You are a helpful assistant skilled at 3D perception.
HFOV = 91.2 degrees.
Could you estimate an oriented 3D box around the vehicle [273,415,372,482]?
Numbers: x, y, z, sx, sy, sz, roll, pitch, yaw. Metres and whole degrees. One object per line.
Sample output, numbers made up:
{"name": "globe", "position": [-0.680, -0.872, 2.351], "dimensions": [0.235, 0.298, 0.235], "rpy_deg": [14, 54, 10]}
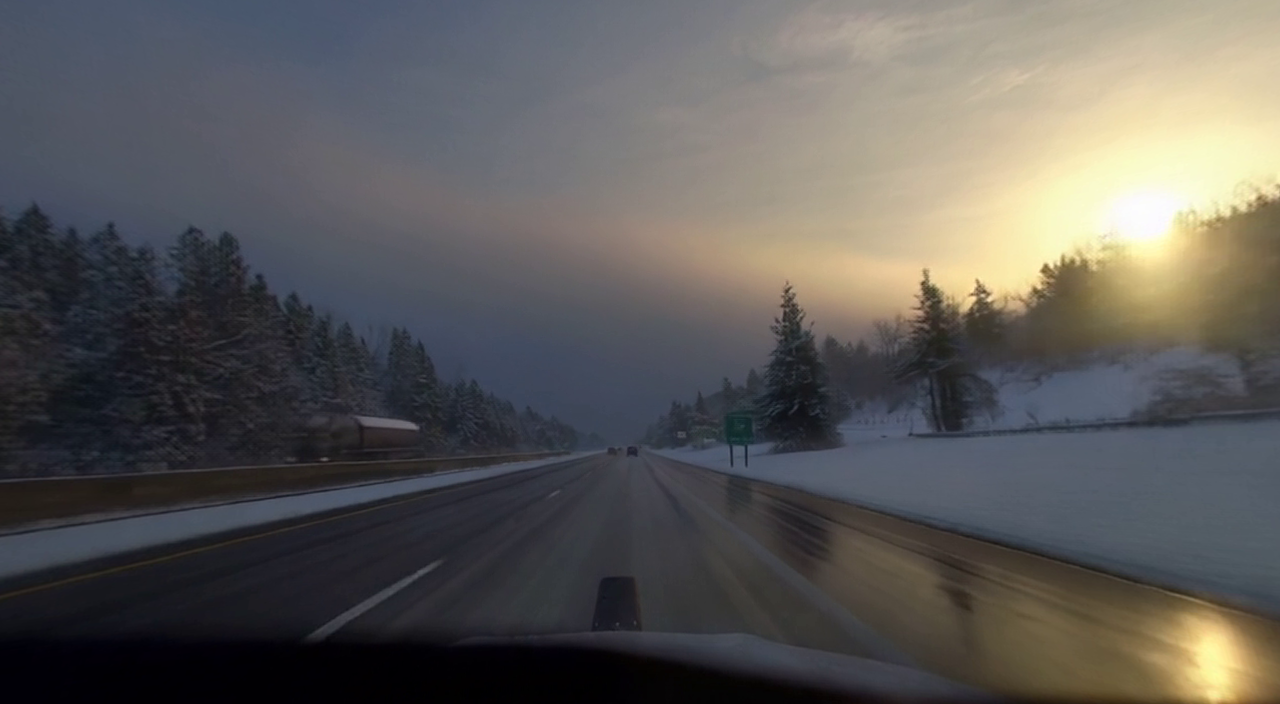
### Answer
{"name": "vehicle", "position": [-19.867, 6.114, 39.739], "dimensions": [2.999, 3.854, 6.122], "rpy_deg": [0, -9, -1]}
